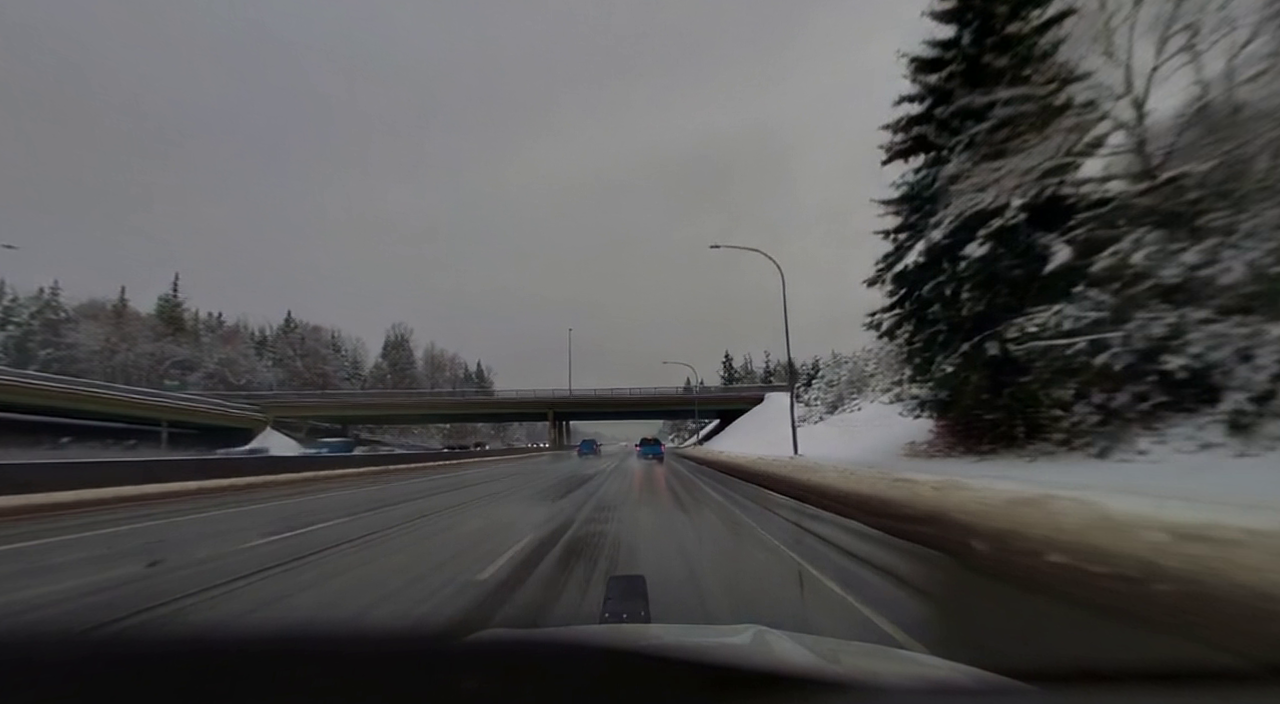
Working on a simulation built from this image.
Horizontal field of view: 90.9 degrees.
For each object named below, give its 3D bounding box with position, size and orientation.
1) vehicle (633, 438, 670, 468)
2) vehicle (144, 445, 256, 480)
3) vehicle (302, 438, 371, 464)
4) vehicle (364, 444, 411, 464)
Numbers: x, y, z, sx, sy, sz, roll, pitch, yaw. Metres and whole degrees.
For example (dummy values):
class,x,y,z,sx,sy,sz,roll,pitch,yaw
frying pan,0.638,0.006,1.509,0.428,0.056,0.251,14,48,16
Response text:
class,x,y,z,sx,sy,sz,roll,pitch,yaw
vehicle,0.646,5.904,37.152,2.010,1.637,4.940,0,-8,0
vehicle,-20.052,5.034,29.038,1.915,1.439,4.467,0,-8,0
vehicle,-23.348,7.641,48.824,2.204,1.850,5.937,0,-8,2
vehicle,-19.495,7.854,48.898,1.838,1.449,4.217,0,-8,1
